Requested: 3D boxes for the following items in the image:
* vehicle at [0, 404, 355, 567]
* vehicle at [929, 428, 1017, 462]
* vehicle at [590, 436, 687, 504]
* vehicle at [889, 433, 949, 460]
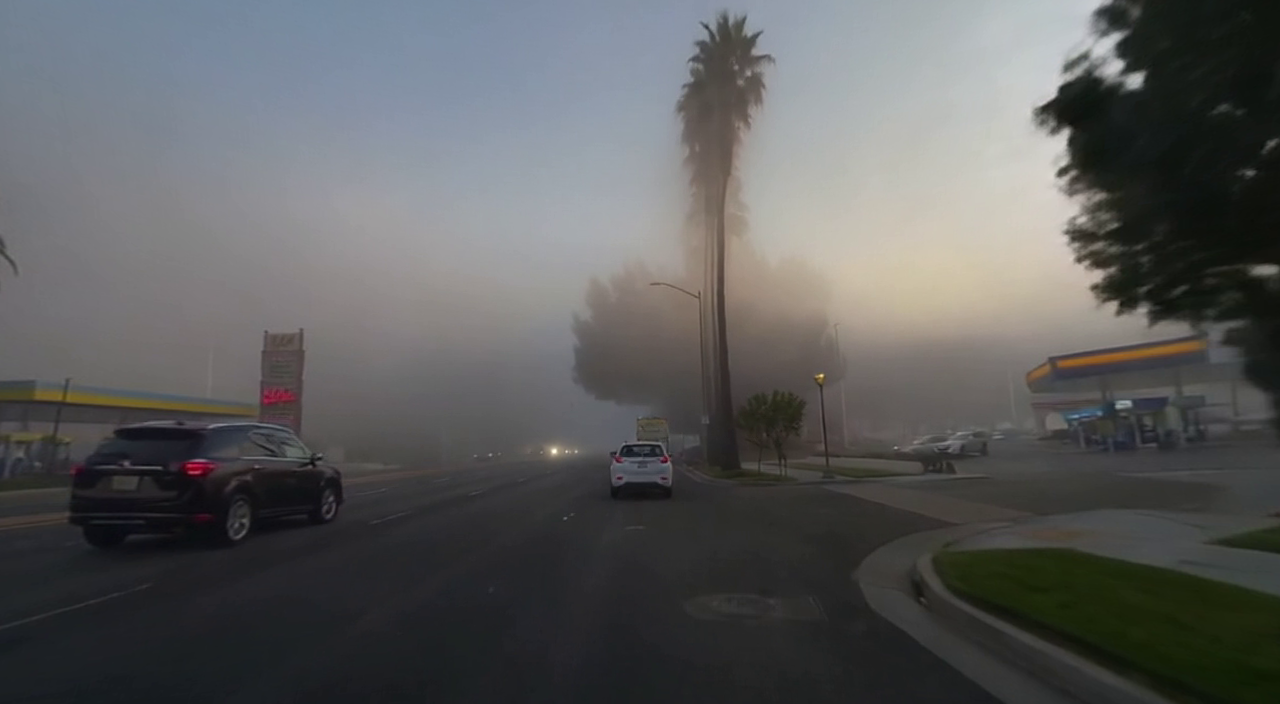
[{"bbox_3d":[-6.175,1.763,8.925,2.057,1.705,4.394,0,-9,1],"label":"vehicle"},{"bbox_3d":[17.229,4.860,32.748,2.009,1.630,4.436,1,-9,-2],"label":"vehicle"},{"bbox_3d":[0.016,2.957,16.139,2.145,1.483,4.453,0,-9,1],"label":"vehicle"},{"bbox_3d":[17.088,5.824,38.633,1.902,1.502,4.395,0,-9,4],"label":"vehicle"}]
